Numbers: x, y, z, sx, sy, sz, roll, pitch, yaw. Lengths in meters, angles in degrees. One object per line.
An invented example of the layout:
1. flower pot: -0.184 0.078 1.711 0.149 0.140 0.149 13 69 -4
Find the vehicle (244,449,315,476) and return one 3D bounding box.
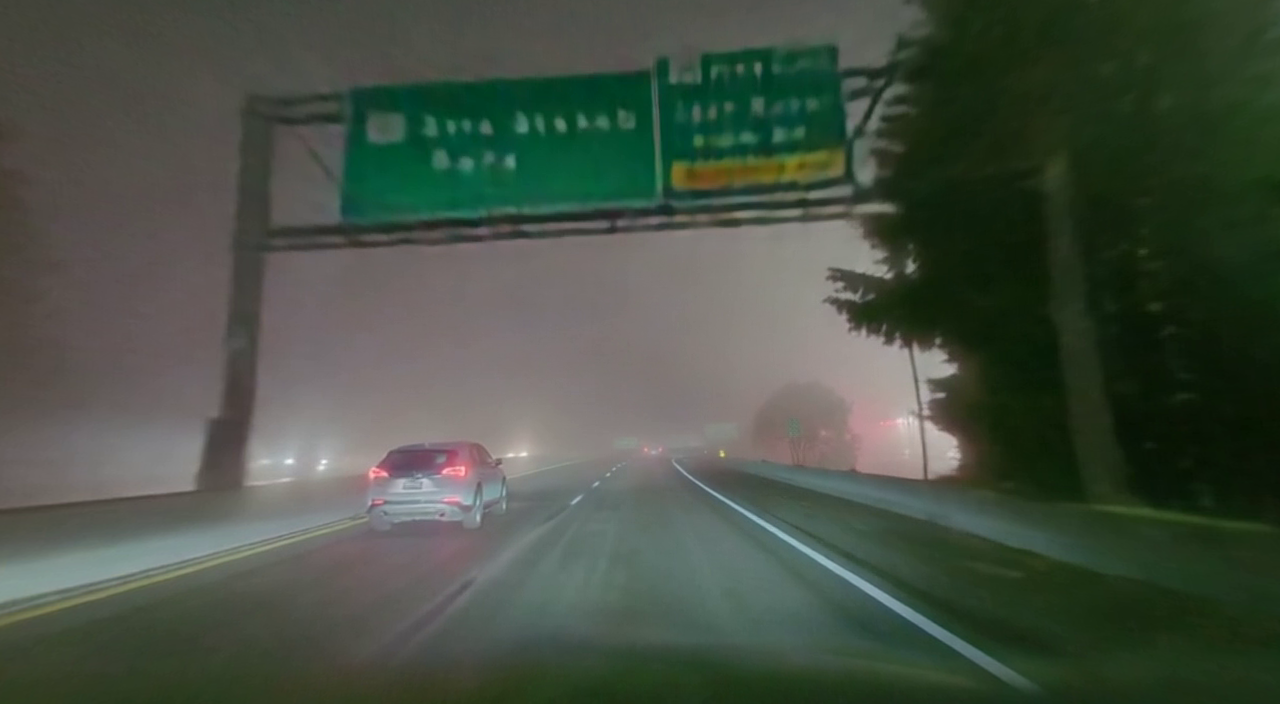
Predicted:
1. vehicle: -23.452 7.183 41.254 1.860 1.621 4.820 -1 -8 0

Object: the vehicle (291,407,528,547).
1. vehicle: -3.628 2.113 11.457 2.143 1.851 5.817 0 -8 0
